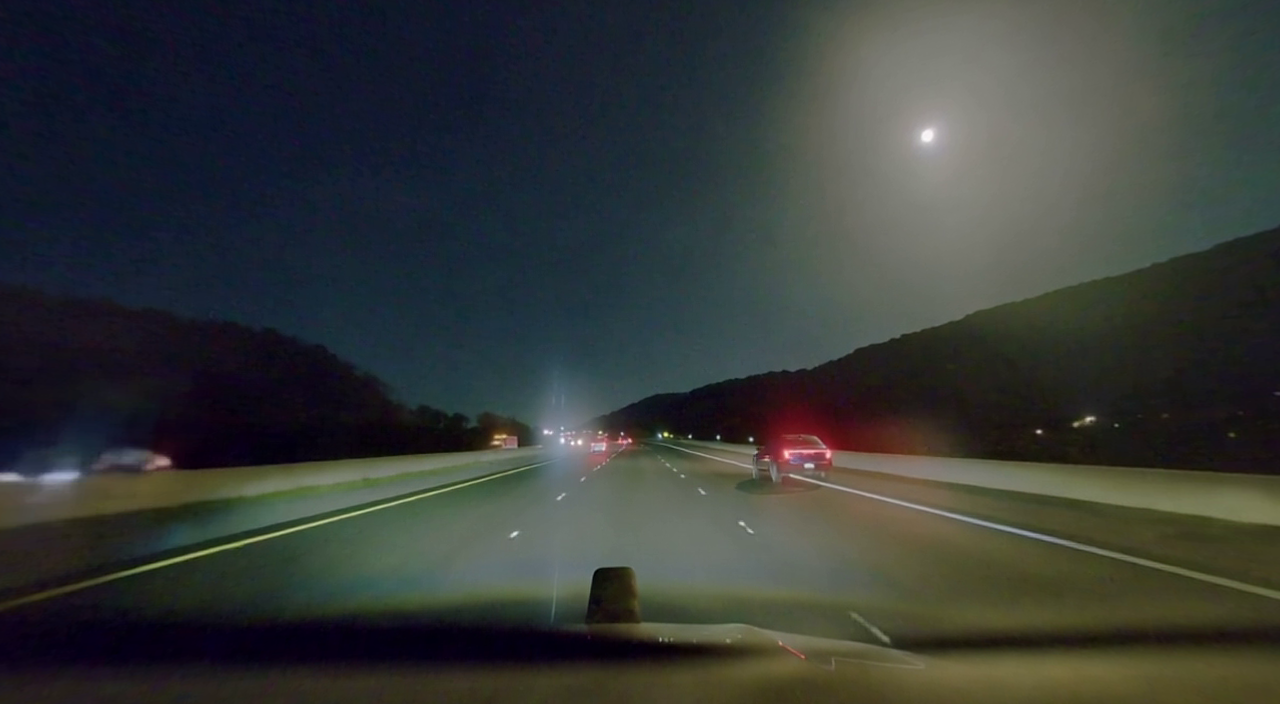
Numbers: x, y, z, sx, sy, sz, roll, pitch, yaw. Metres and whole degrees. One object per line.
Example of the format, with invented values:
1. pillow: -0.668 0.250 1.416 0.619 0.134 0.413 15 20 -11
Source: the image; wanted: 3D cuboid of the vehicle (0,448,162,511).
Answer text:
1. vehicle: -16.785 3.619 18.419 1.970 1.541 4.610 0 -8 0
